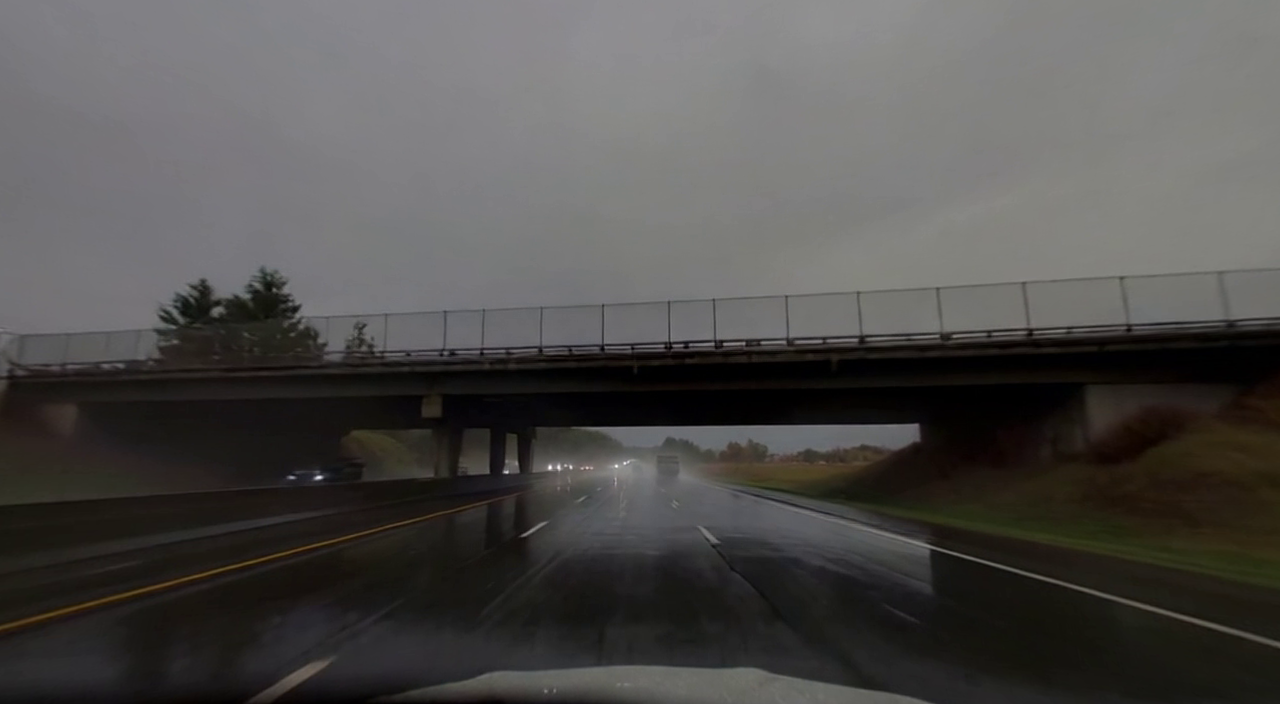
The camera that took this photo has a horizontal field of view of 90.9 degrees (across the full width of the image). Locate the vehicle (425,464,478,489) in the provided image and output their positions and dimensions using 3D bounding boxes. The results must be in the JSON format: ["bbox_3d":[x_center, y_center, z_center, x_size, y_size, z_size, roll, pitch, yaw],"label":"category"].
[{"bbox_3d":[-12.723,8.442,42.825,2.034,1.579,4.707,1,-10,1],"label":"vehicle"}]

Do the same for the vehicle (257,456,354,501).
[{"bbox_3d":[-16.181,6.138,30.829,2.033,1.979,4.783,1,-10,0],"label":"vehicle"}]
